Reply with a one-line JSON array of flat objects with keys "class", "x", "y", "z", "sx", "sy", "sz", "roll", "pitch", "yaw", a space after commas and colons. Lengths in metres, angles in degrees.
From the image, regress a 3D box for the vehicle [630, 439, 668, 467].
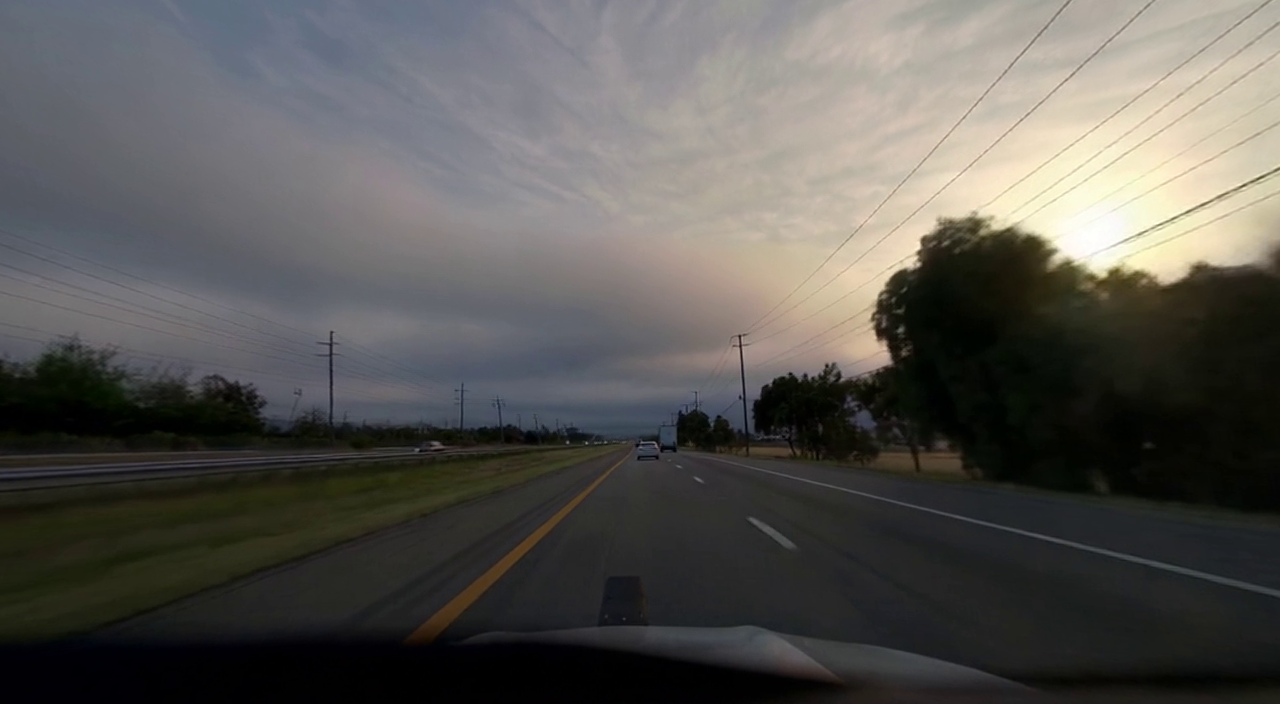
[{"class": "vehicle", "x": 0.508, "y": 6.056, "z": 37.867, "sx": 2.192, "sy": 1.556, "sz": 4.132, "roll": -1, "pitch": -8, "yaw": 0}]
